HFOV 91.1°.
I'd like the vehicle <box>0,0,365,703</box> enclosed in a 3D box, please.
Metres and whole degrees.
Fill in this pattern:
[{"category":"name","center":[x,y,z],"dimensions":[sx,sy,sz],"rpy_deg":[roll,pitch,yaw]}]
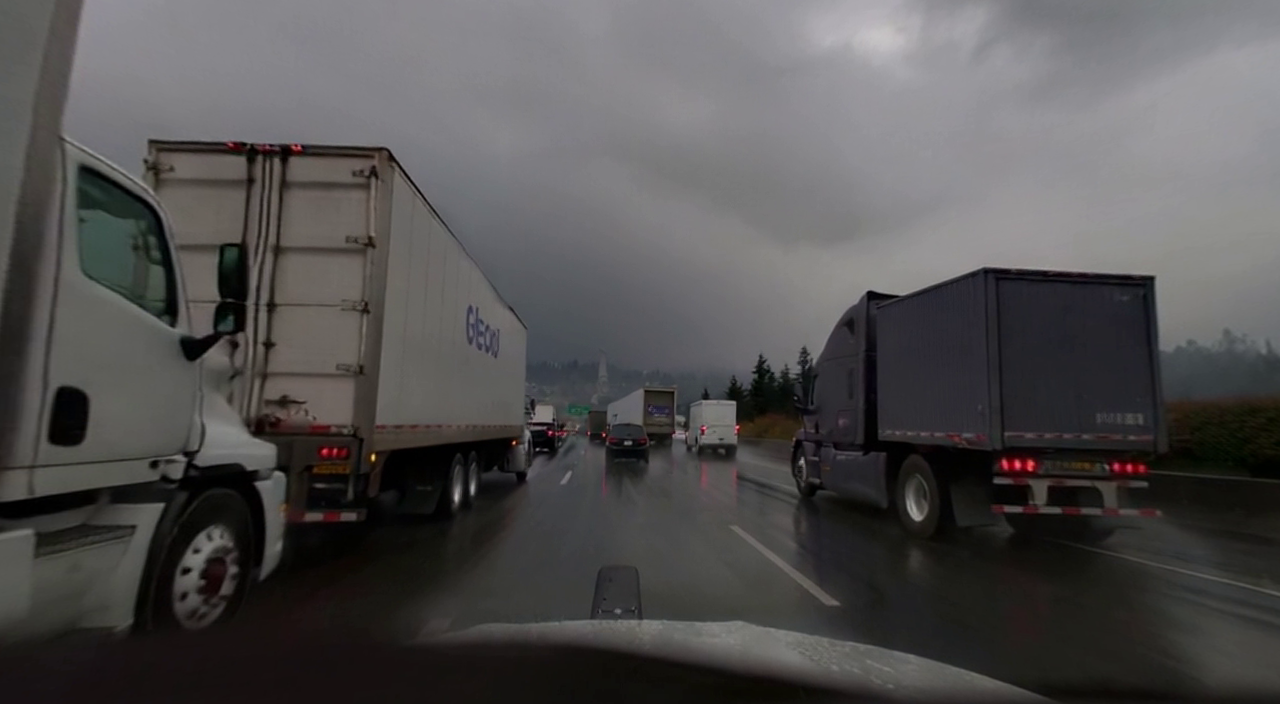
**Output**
[{"category":"vehicle","center":[-3.617,-0.543,0.659],"dimensions":[2.822,3.788,8.799],"rpy_deg":[0,-8,-1]}]

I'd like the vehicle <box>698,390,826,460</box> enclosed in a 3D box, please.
[{"category":"vehicle","center":[7.748,5.041,42.660],"dimensions":[2.866,4.057,11.808],"rpy_deg":[3,-8,-19]}]

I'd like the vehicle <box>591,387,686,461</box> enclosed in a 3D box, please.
[{"category":"vehicle","center":[-0.577,4.907,41.931],"dimensions":[2.899,4.112,13.912],"rpy_deg":[2,-8,-15]}]

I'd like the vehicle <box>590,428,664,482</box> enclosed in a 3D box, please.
[{"category":"vehicle","center":[-0.537,3.252,20.259],"dimensions":[2.060,1.540,4.374],"rpy_deg":[1,-8,-5]}]

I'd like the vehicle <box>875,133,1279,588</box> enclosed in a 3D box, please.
[{"category":"vehicle","center":[7.228,0.031,5.472],"dimensions":[2.758,4.032,11.419],"rpy_deg":[3,-8,-20]}]
